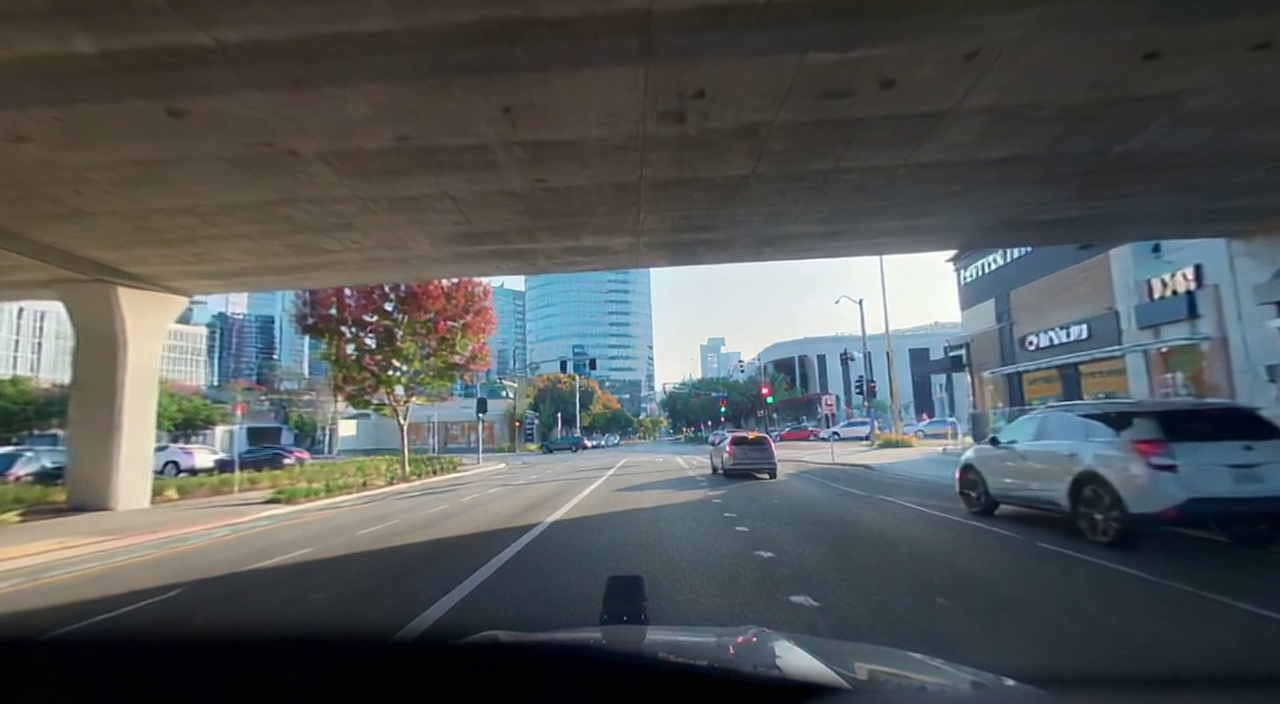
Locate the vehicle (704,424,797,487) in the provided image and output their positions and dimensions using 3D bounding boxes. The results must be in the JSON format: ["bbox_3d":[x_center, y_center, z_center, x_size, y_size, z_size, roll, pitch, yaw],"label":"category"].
[{"bbox_3d":[3.011,2.903,18.038,1.947,1.576,3.825,0,-8,0],"label":"vehicle"}]

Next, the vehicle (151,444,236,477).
[{"bbox_3d":[-27.040,6.534,38.400,1.807,1.795,4.566,0,-8,1],"label":"vehicle"}]

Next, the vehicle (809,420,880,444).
[{"bbox_3d":[15.259,5.988,47.252,4.611,1.778,1.939,0,-8,1],"label":"vehicle"}]

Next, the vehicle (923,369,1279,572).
[{"bbox_3d":[6.855,1.619,9.560,2.433,2.116,5.789,0,-8,0],"label":"vehicle"}]

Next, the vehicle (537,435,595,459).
[{"bbox_3d":[-5.180,6.599,43.908,2.099,1.562,4.037,7,-10,-41],"label":"vehicle"}]

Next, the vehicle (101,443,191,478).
[{"bbox_3d":[-29.804,6.529,38.241,1.811,1.942,4.376,0,-8,1],"label":"vehicle"}]

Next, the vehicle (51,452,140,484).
[{"bbox_3d":[-32.850,6.970,38.183,1.735,1.721,3.993,0,-8,1],"label":"vehicle"}]

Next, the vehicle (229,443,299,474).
[{"bbox_3d":[-22.675,6.413,38.231,1.757,1.699,3.854,0,-8,2],"label":"vehicle"}]
